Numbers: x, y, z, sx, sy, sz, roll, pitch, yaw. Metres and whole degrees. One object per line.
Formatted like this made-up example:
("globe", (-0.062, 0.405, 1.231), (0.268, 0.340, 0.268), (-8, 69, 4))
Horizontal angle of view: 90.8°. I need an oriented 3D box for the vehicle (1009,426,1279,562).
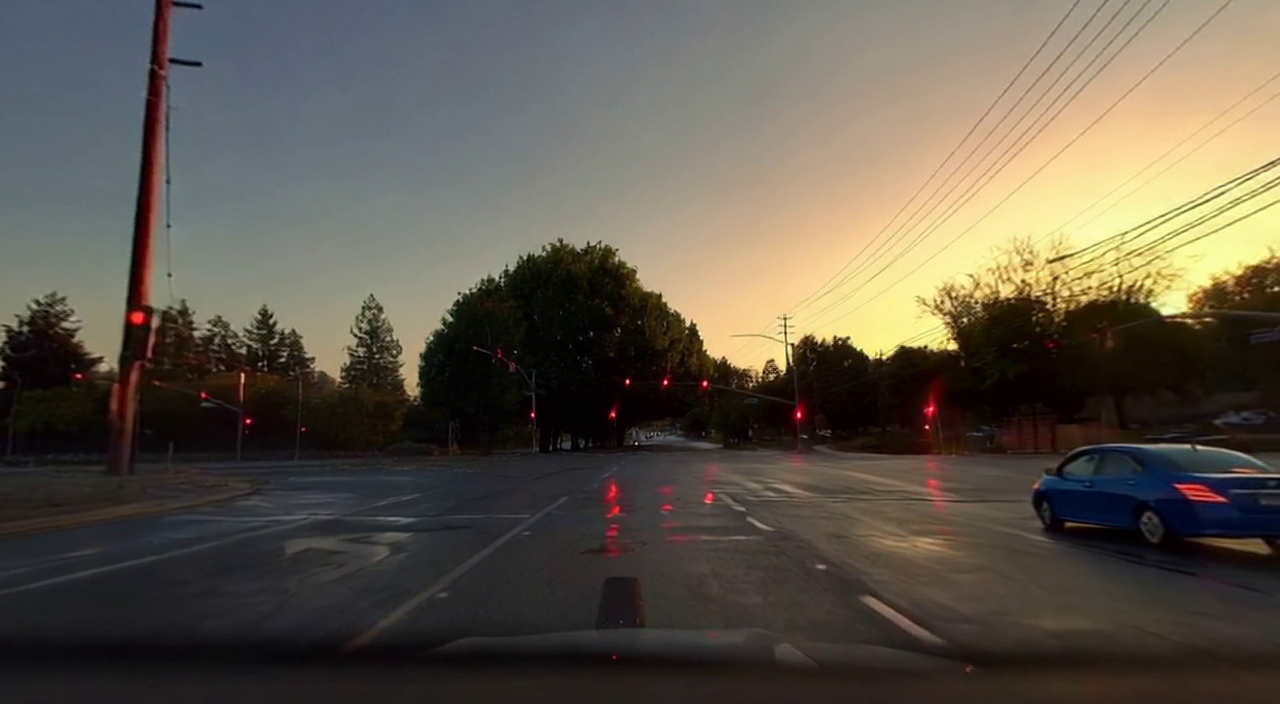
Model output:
("vehicle", (7.375, 1.910, 9.150), (1.797, 1.544, 3.685), (0, -9, 0))
